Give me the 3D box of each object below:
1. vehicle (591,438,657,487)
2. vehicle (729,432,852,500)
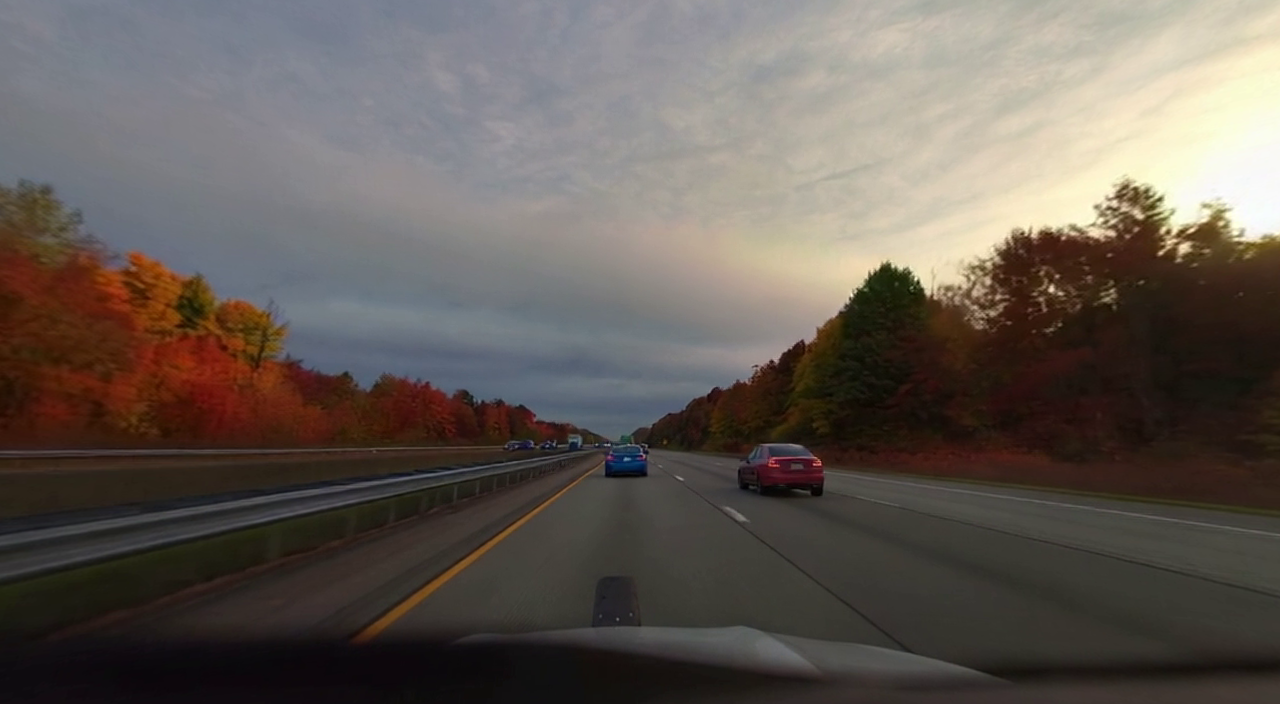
[{"bbox_3d":[-0.532,3.920,22.504,2.128,1.516,4.410,-1,-9,0],"label":"vehicle"},{"bbox_3d":[3.928,3.073,17.180,2.300,1.595,4.144,-1,-9,0],"label":"vehicle"}]
